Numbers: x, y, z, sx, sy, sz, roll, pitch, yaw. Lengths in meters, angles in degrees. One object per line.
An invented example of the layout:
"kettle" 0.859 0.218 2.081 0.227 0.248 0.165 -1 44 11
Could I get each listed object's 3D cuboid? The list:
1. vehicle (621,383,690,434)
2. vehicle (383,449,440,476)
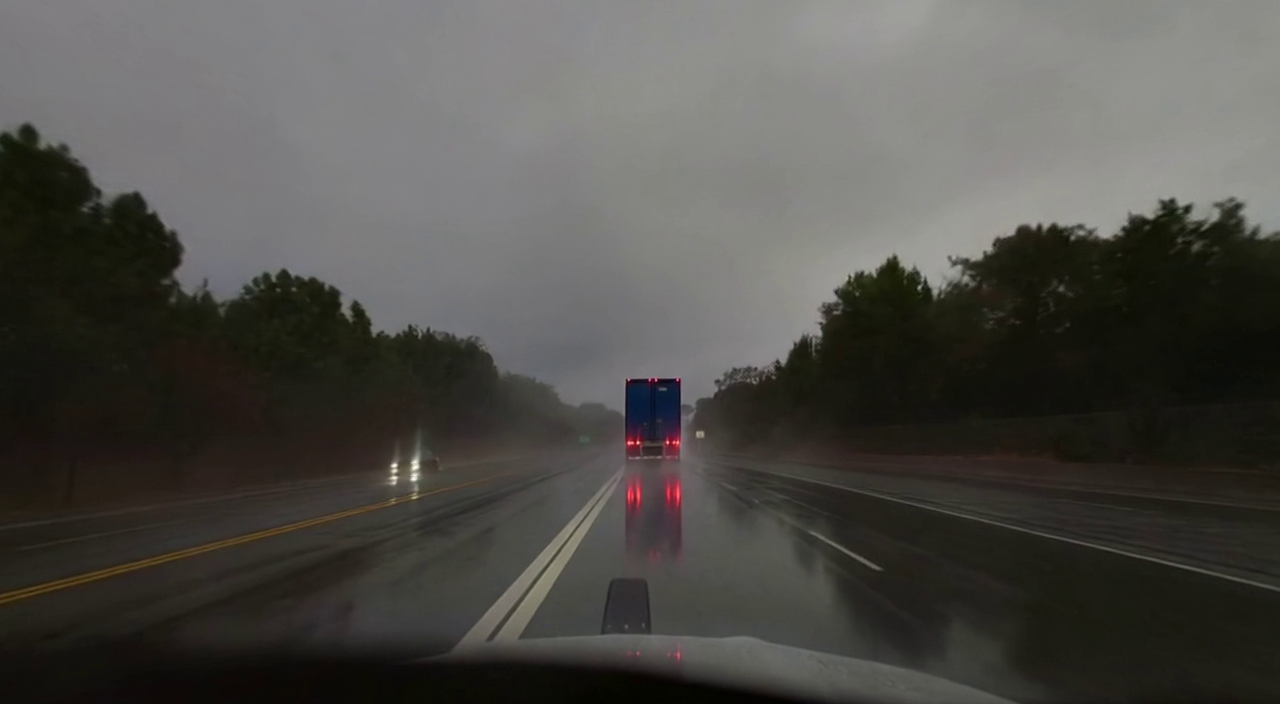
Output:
"vehicle" 0.527 2.467 26.423 2.509 1.890 4.732 0 -8 -4
"vehicle" -14.739 7.145 40.871 1.879 1.561 4.681 0 -8 1
